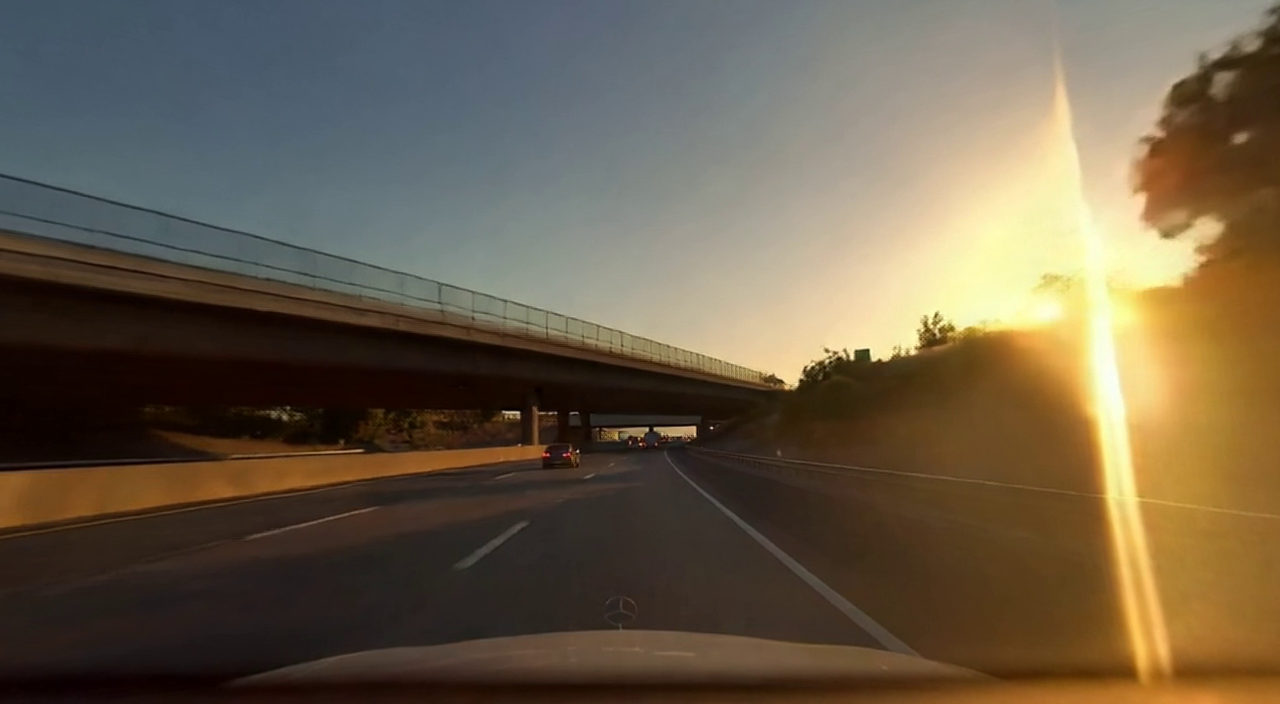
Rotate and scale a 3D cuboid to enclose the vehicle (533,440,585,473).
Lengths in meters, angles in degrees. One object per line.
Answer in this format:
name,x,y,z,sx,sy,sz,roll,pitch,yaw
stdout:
vehicle,-4.043,5.320,32.142,1.961,1.540,4.487,-1,-9,2
